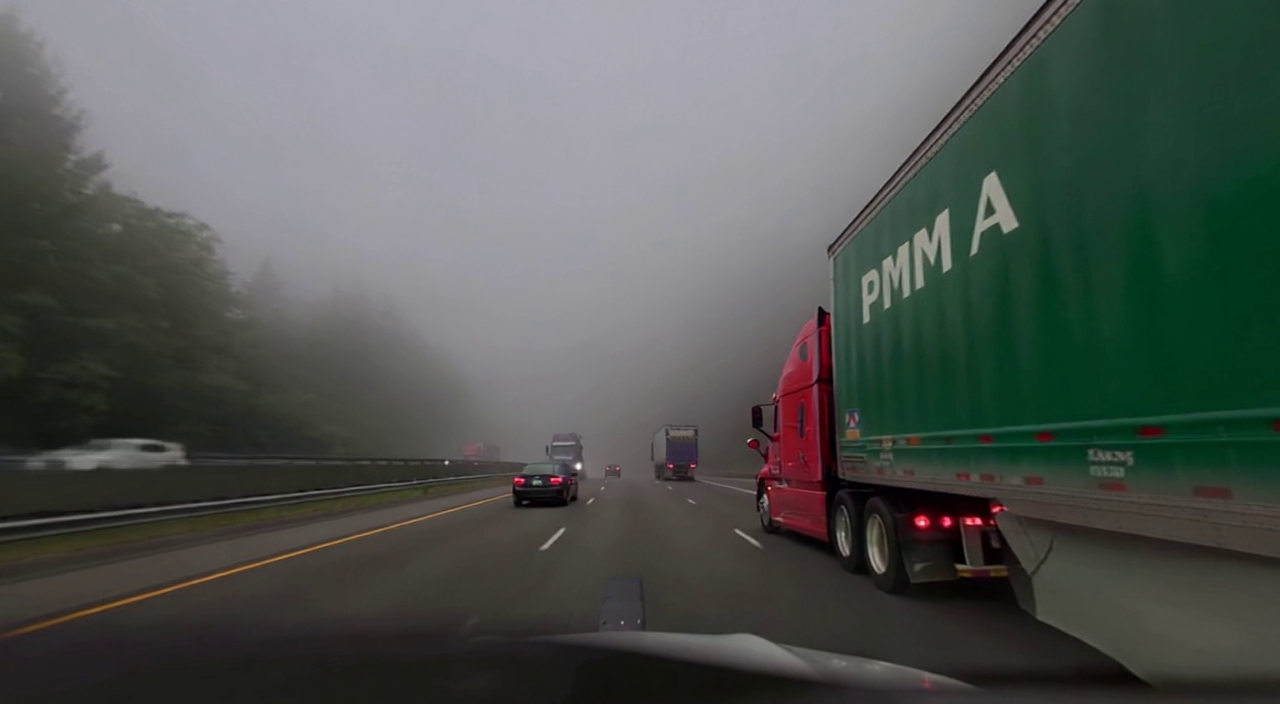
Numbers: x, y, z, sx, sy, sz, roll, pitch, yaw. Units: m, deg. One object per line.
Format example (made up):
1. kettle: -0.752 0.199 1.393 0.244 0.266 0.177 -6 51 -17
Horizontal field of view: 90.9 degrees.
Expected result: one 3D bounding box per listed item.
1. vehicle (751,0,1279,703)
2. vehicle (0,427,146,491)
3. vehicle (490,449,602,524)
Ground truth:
1. vehicle: 3.846 0.474 6.068 2.856 4.040 14.009 1 -10 -1
2. vehicle: -15.873 2.895 17.016 1.797 1.497 3.967 1 -10 -1
3. vehicle: -2.215 3.389 16.280 2.010 1.580 4.949 0 -10 1
